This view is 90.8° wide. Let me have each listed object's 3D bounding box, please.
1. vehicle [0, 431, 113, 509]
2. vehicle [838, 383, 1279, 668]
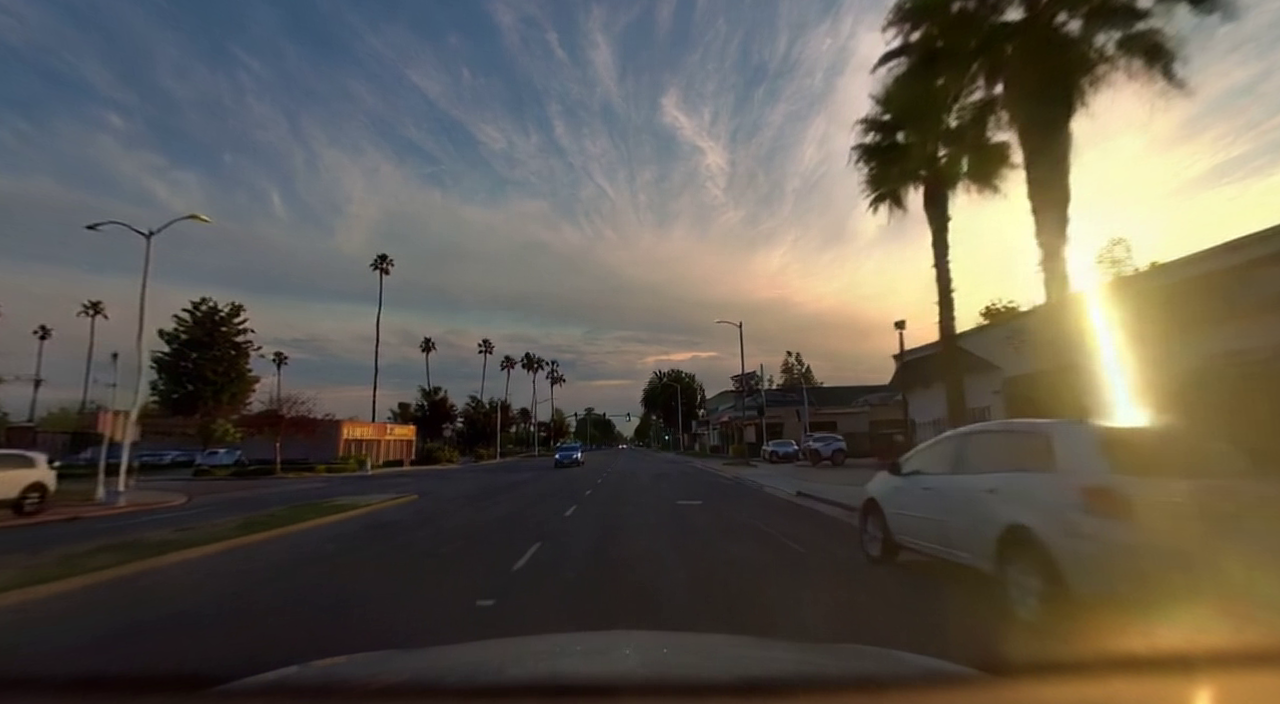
[{"bbox_3d":[-19.411,3.687,20.195,6.167,2.125,2.526,-7,-10,38],"label":"vehicle"},{"bbox_3d":[3.761,1.407,6.165,2.138,1.743,4.363,1,-9,-2],"label":"vehicle"}]
